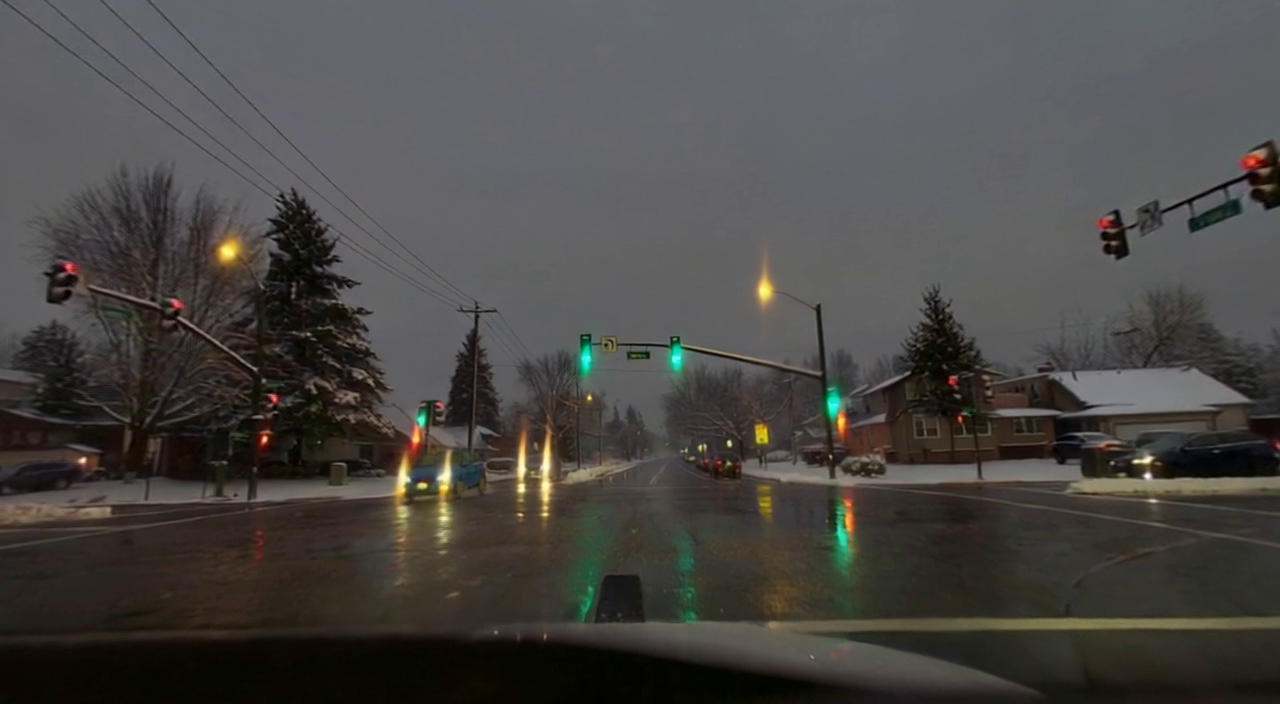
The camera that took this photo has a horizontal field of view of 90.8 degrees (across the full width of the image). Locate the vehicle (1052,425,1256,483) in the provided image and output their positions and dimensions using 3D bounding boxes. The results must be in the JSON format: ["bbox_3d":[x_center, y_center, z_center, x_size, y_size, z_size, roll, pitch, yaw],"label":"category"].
[{"bbox_3d":[15.990,3.201,19.893,4.452,1.711,2.186,0,-8,1],"label":"vehicle"}]

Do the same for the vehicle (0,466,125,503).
[{"bbox_3d":[-30.145,6.847,32.962,2.106,1.586,5.009,-1,-8,5],"label":"vehicle"}]

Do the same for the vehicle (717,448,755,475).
[{"bbox_3d":[6.156,7.072,40.932,1.891,1.611,4.269,0,-8,1],"label":"vehicle"}]

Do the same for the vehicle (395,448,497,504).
[{"bbox_3d":[-6.494,4.166,21.695,1.982,1.686,4.195,-1,-8,3],"label":"vehicle"}]

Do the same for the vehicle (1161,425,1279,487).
[{"bbox_3d":[16.926,2.743,16.781,4.345,1.517,1.913,0,-8,2],"label":"vehicle"}]

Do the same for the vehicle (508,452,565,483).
[{"bbox_3d":[-6.038,6.800,37.487,2.270,1.605,4.958,-1,-8,3],"label":"vehicle"}]
